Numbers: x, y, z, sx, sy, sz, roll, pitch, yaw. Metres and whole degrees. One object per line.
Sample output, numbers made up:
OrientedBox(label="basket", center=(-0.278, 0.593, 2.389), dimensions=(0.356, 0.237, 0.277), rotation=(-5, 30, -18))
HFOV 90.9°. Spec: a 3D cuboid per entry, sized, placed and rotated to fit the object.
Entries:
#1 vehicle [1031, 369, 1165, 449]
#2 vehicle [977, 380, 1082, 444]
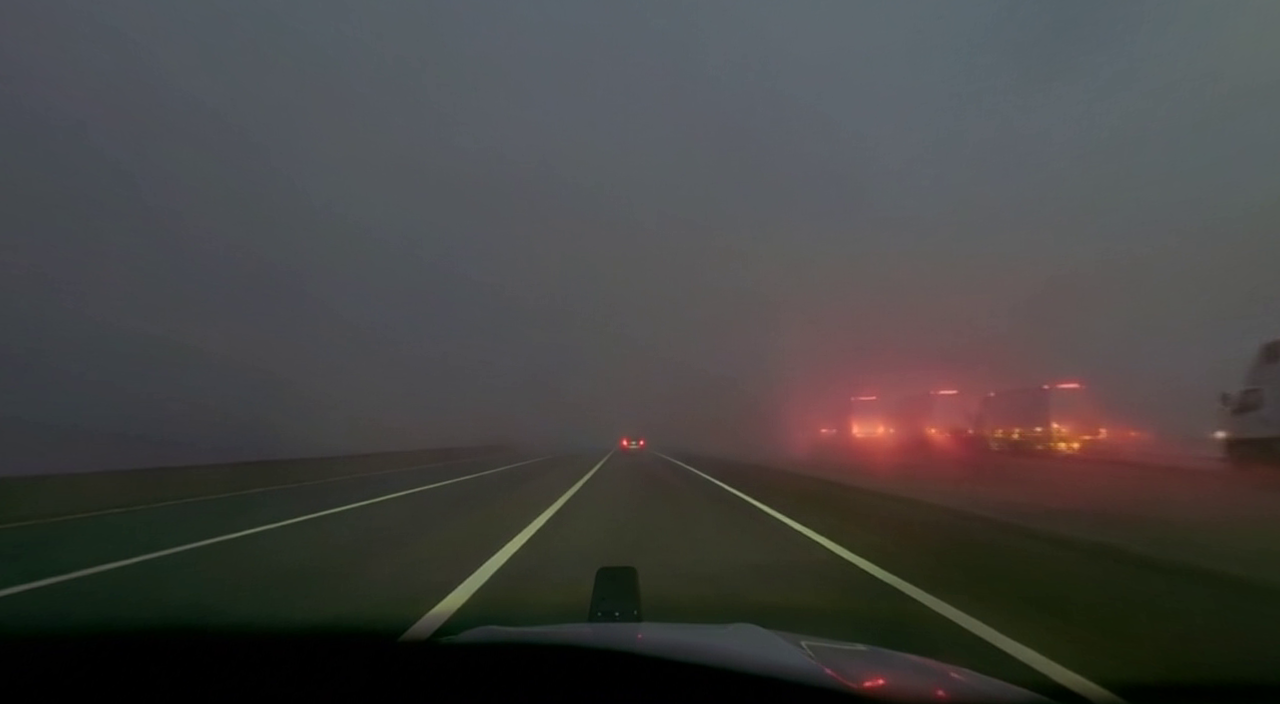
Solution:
OrientedBox(label="vehicle", center=(25.490, 3.402, 35.766), dimensions=(2.878, 3.949, 8.348), rotation=(-2, -8, 13))
OrientedBox(label="vehicle", center=(27.821, 4.550, 45.791), dimensions=(3.106, 4.073, 10.350), rotation=(-1, -8, 13))
